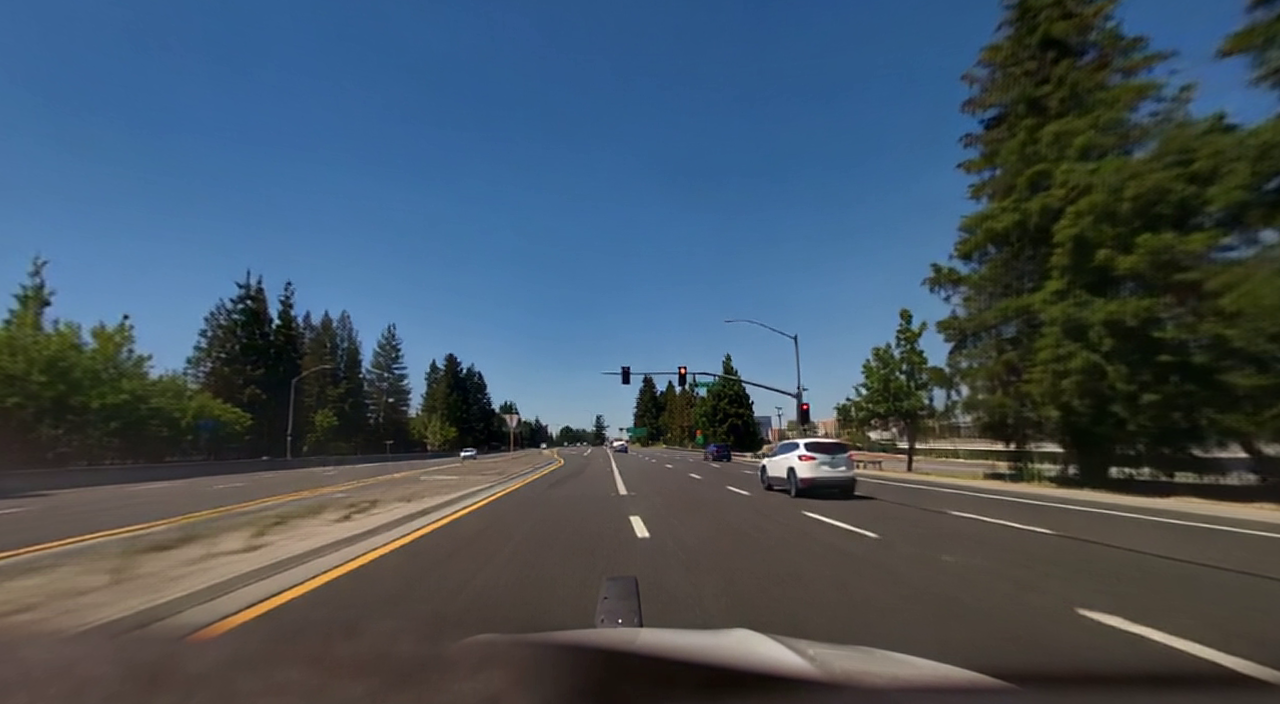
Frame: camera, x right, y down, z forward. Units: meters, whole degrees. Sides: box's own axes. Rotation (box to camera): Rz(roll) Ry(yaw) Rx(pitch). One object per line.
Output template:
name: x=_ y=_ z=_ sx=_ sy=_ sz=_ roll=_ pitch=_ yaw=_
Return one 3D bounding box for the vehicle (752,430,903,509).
vehicle: x=4.460 y=2.877 z=15.902 sx=2.066 sy=1.683 sz=4.675 roll=1 pitch=-9 yaw=-4
